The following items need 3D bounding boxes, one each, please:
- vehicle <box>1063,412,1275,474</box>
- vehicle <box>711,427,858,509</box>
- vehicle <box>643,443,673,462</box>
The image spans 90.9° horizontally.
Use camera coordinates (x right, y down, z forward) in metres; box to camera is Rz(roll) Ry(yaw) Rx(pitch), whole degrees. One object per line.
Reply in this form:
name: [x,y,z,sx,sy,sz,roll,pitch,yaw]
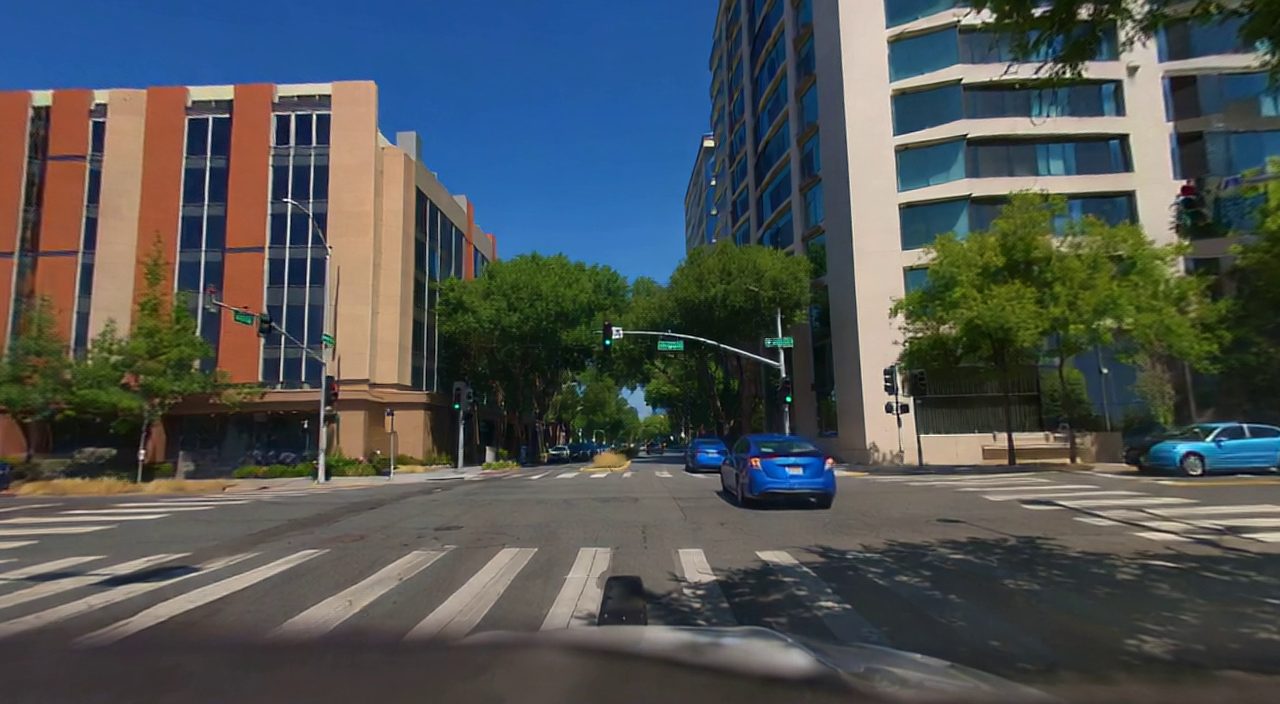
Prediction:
vehicle: [16.912,2.939,20.402,4.802,1.860,2.146,0,-8,1]
vehicle: [2.882,2.436,13.699,2.039,1.470,4.355,0,-8,-2]
vehicle: [1.352,7.828,49.278,2.040,1.421,4.550,0,-8,-3]
